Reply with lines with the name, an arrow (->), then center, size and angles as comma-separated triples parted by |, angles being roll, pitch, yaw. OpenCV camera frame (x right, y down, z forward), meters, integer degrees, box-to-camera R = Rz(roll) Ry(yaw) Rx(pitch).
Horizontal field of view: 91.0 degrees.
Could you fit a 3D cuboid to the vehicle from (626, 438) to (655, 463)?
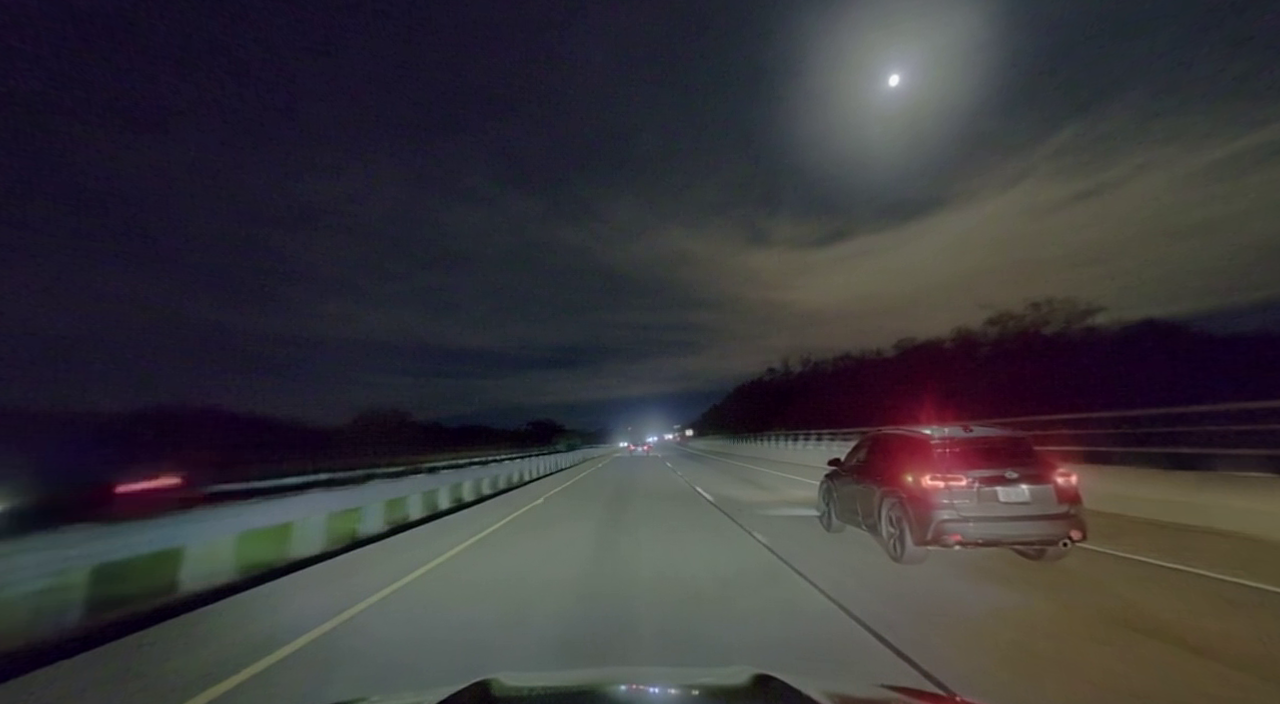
vehicle -> 0.021, 7.304, 46.793 | 2.059, 1.696, 4.165 | 0, -8, -1
